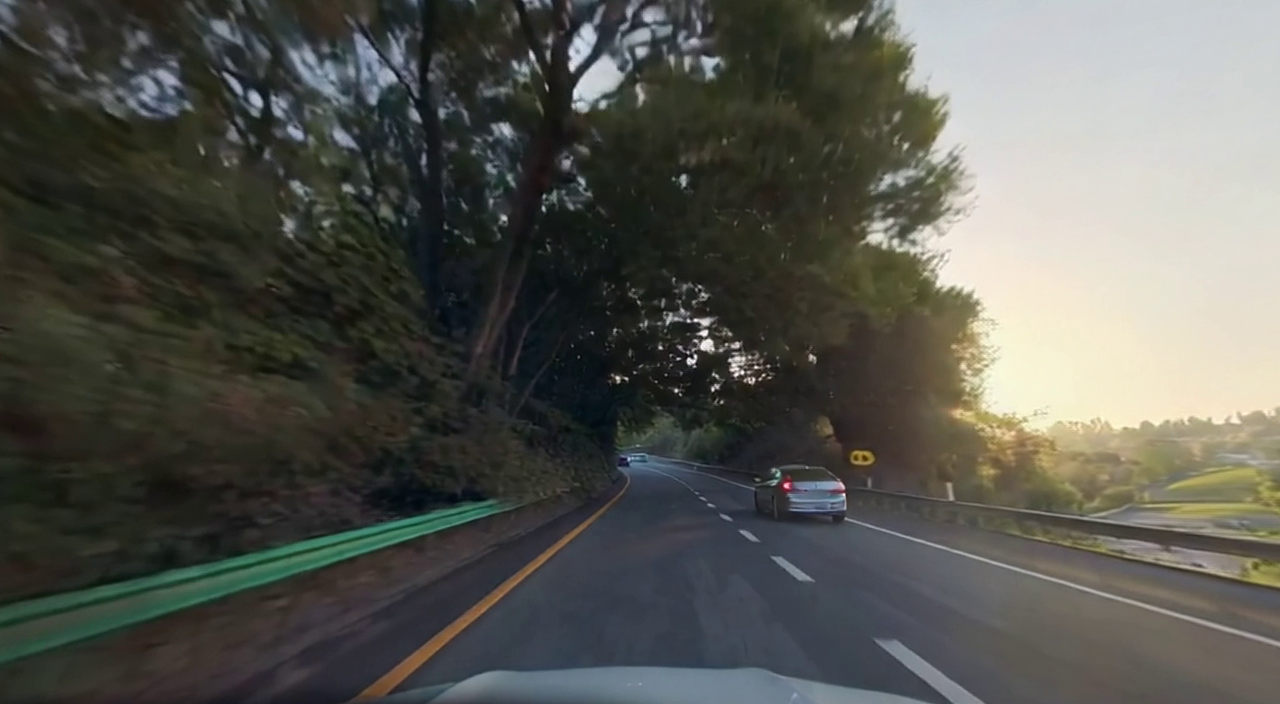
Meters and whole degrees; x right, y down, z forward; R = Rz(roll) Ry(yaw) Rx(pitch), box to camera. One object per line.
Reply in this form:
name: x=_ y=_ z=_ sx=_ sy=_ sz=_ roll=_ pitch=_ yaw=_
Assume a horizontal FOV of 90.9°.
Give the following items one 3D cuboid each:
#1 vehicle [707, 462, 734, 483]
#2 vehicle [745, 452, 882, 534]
vehicle: x=6.303 y=9.408 z=49.184 sx=2.018 sy=1.533 sz=3.724 roll=-1 pitch=-10 yaw=8
vehicle: x=3.818 y=3.207 z=14.713 sx=2.023 sy=1.593 sz=4.105 roll=1 pitch=-10 yaw=0
